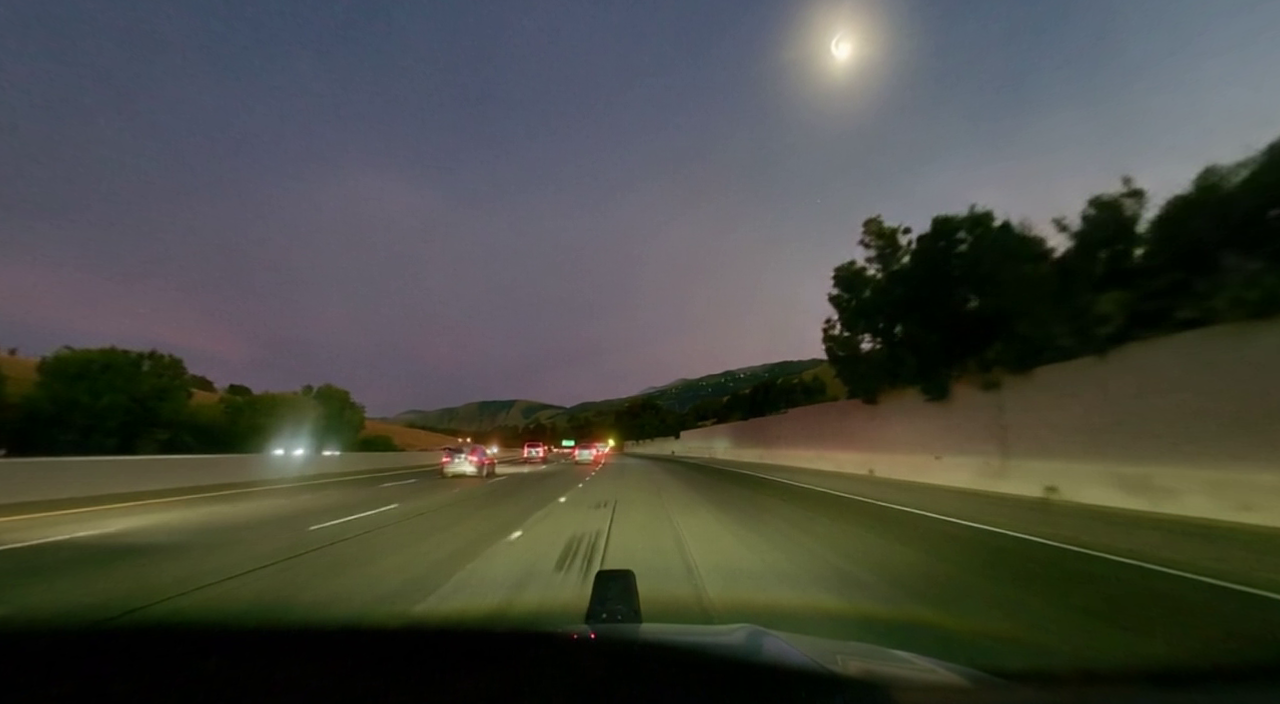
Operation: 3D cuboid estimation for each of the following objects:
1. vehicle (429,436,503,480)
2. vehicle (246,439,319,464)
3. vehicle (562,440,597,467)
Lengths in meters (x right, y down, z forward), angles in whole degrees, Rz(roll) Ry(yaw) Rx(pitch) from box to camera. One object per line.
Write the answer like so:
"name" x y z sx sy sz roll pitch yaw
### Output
"vehicle" -7.687 4.723 28.473 2.074 1.768 4.805 0 -9 -1
"vehicle" -27.812 7.778 49.451 2.368 1.845 5.789 0 -9 -1
"vehicle" -4.127 7.005 43.723 2.115 1.713 4.263 0 -9 -2
